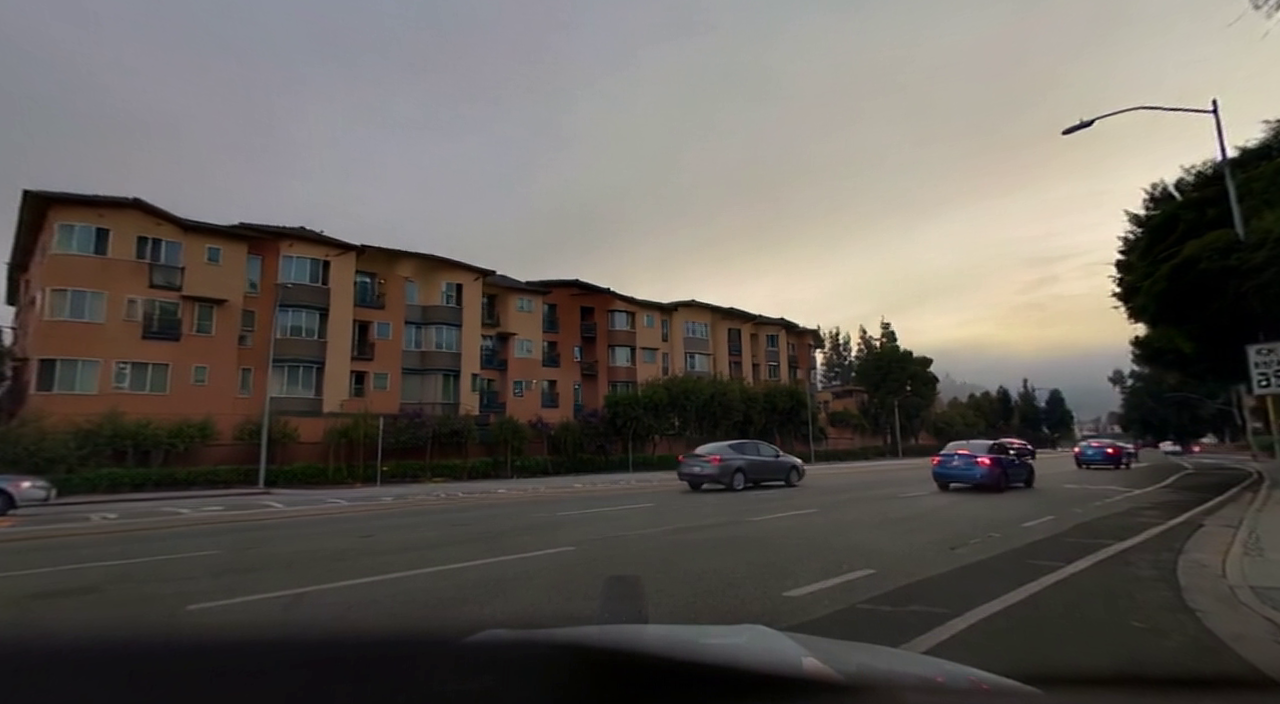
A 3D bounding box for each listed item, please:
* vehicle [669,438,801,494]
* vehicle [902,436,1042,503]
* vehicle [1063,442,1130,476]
[{"bbox_3d":[3.335,3.802,21.492,1.989,1.662,4.846,-8,-12,43],"label":"vehicle"},{"bbox_3d":[9.631,3.273,18.095,2.199,1.652,4.783,-8,-12,43],"label":"vehicle"},{"bbox_3d":[23.380,5.426,32.231,2.033,1.625,4.438,-8,-12,43],"label":"vehicle"}]
